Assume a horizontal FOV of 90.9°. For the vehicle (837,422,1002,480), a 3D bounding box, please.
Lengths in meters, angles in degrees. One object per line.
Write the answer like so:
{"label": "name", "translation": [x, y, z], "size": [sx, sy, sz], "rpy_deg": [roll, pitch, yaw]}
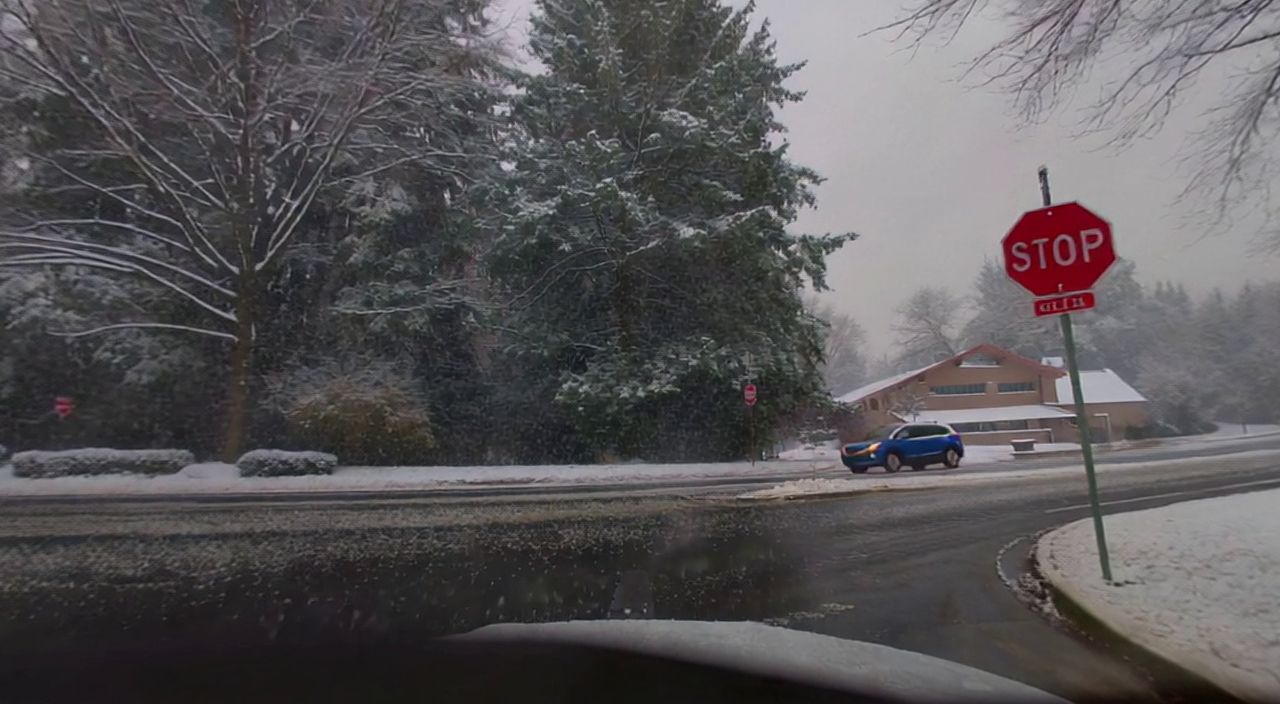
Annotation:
{"label": "vehicle", "translation": [8.110, 2.837, 18.231], "size": [4.473, 1.474, 2.108], "rpy_deg": [5, -10, -31]}
